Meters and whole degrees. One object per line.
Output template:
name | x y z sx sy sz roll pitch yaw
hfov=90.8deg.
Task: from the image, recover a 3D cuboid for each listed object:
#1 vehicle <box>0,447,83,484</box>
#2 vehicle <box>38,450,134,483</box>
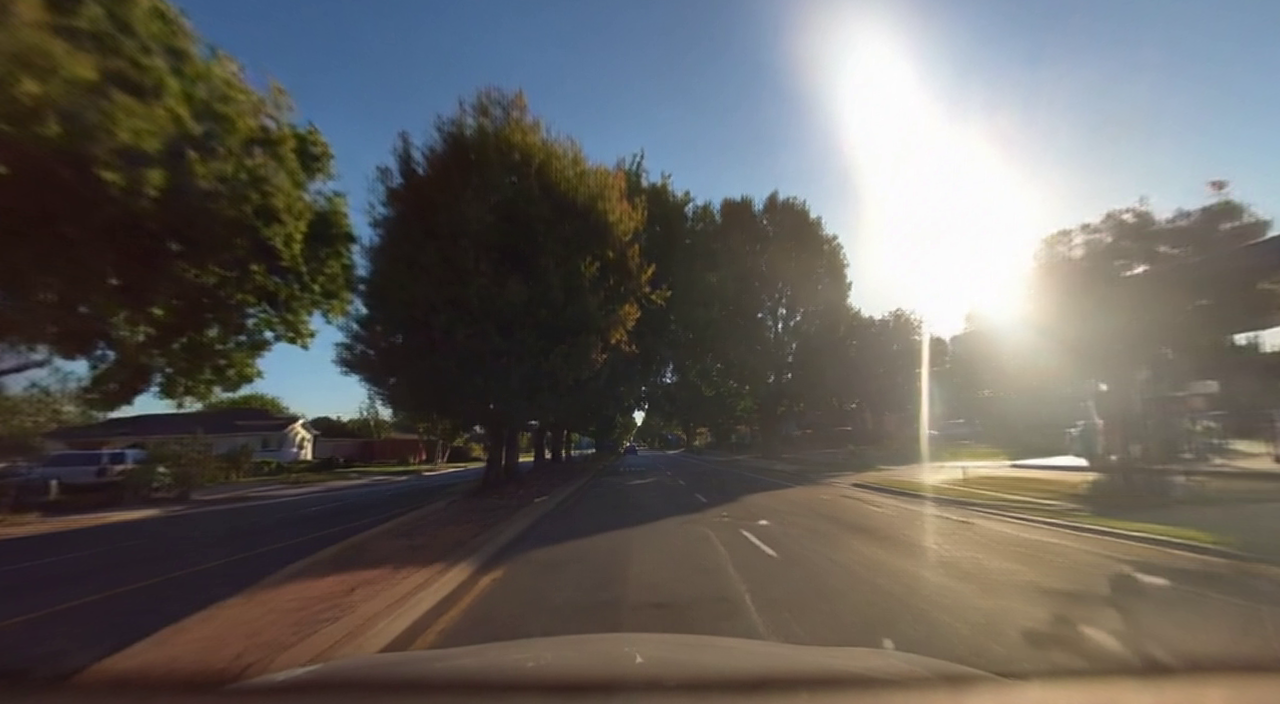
vehicle | -32.982 5.966 33.662 2.186 1.811 4.848 0 -9 -1
vehicle | -30.198 6.228 34.620 1.881 1.444 4.046 -3 -7 -5
